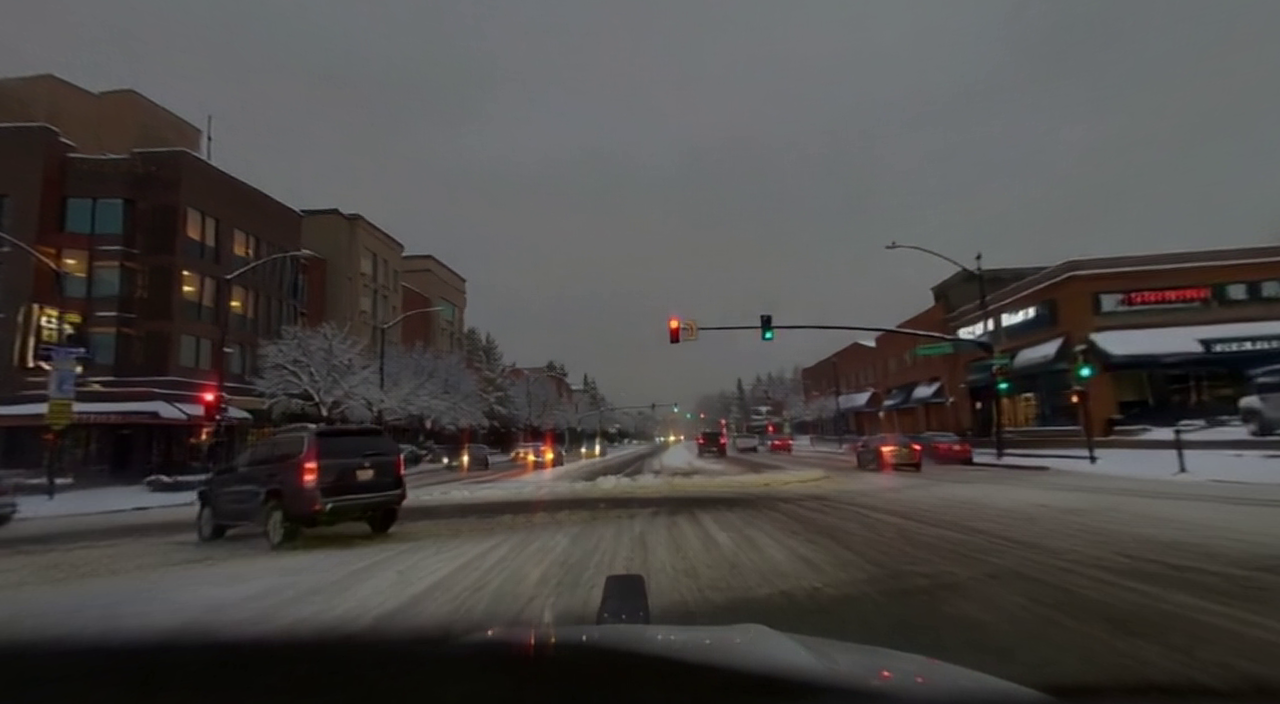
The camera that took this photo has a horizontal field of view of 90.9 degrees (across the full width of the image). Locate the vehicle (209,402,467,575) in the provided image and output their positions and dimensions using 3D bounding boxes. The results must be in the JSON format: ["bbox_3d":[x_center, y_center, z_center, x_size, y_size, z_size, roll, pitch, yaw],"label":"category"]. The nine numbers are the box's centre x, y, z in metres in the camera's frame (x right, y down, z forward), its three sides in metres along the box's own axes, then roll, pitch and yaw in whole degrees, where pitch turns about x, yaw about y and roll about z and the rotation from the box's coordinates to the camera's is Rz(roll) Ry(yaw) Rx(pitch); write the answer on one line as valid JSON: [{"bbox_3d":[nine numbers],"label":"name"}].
[{"bbox_3d":[-4.671,1.847,9.371,2.157,1.863,4.665,7,-11,-41],"label":"vehicle"}]

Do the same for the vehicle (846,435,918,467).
[{"bbox_3d":[11.570,4.755,30.508,1.863,1.426,4.494,-1,-8,2],"label":"vehicle"}]

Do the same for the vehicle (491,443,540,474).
[{"bbox_3d":[-6.907,5.909,35.326,1.760,1.491,3.722,1,-7,3],"label":"vehicle"}]

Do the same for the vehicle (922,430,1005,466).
[{"bbox_3d":[15.546,4.670,30.625,1.746,1.446,4.475,-5,-9,2],"label":"vehicle"}]

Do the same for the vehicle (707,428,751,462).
[{"bbox_3d":[5.426,5.760,39.135,2.115,1.932,5.189,-1,-8,2],"label":"vehicle"}]

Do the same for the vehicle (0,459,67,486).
[{"bbox_3d":[-41.124,8.010,41.998,4.099,1.674,1.908,-1,-8,3],"label":"vehicle"}]

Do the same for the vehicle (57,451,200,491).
[{"bbox_3d":[-22.473,5.256,27.841,4.511,1.670,2.082,-1,-11,3],"label":"vehicle"}]

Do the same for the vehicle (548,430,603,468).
[{"bbox_3d":[-3.685,5.722,37.299,2.428,2.035,5.636,-1,-8,3],"label":"vehicle"}]
